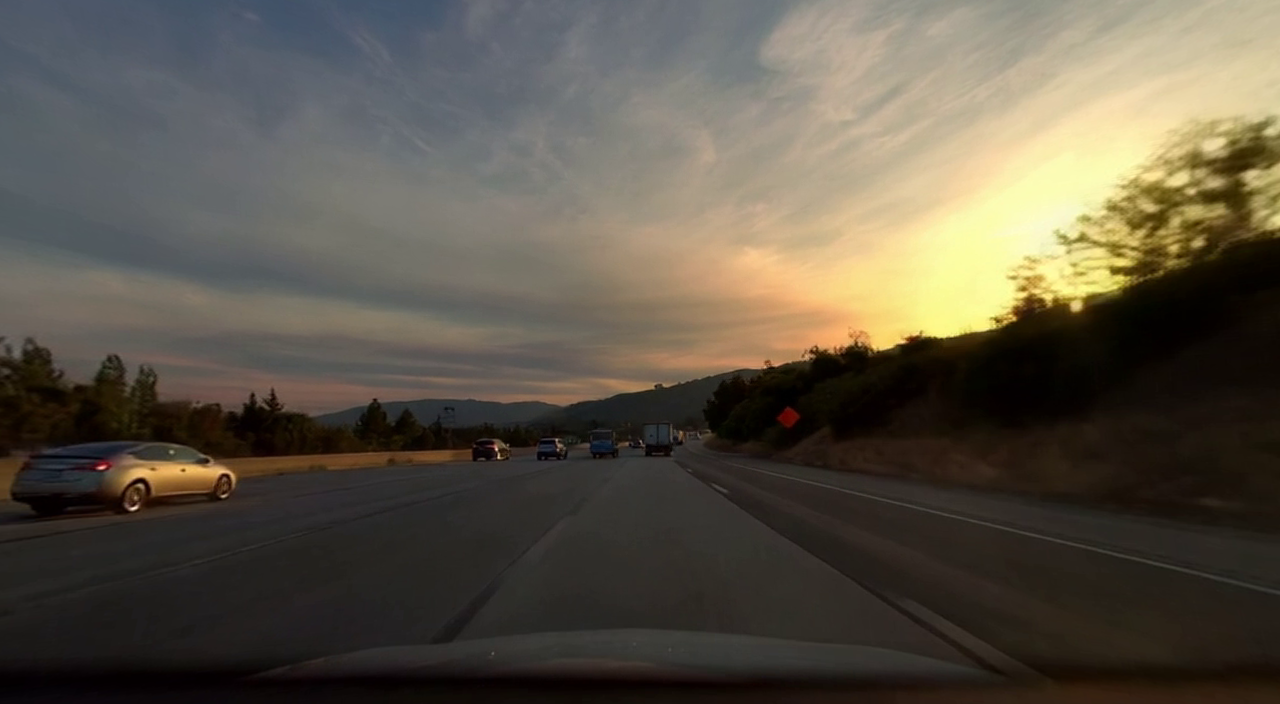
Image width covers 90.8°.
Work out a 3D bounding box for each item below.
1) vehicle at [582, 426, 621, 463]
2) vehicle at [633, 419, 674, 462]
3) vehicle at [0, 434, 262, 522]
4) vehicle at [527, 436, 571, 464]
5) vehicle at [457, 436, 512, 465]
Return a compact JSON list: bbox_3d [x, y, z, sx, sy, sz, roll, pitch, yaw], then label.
[{"bbox_3d":[-2.737,6.764,46.052,2.328,2.519,5.238,0,-8,2],"label":"vehicle"},{"bbox_3d":[0.989,6.500,46.573,2.768,2.854,6.757,1,-8,1],"label":"vehicle"},{"bbox_3d":[-10.217,2.456,12.977,1.952,1.457,4.689,0,-8,0],"label":"vehicle"},{"bbox_3d":[-6.336,6.931,44.739,2.206,1.838,4.889,0,-8,3],"label":"vehicle"},{"bbox_3d":[-10.112,6.448,41.462,2.080,1.777,5.450,0,-8,2],"label":"vehicle"}]
